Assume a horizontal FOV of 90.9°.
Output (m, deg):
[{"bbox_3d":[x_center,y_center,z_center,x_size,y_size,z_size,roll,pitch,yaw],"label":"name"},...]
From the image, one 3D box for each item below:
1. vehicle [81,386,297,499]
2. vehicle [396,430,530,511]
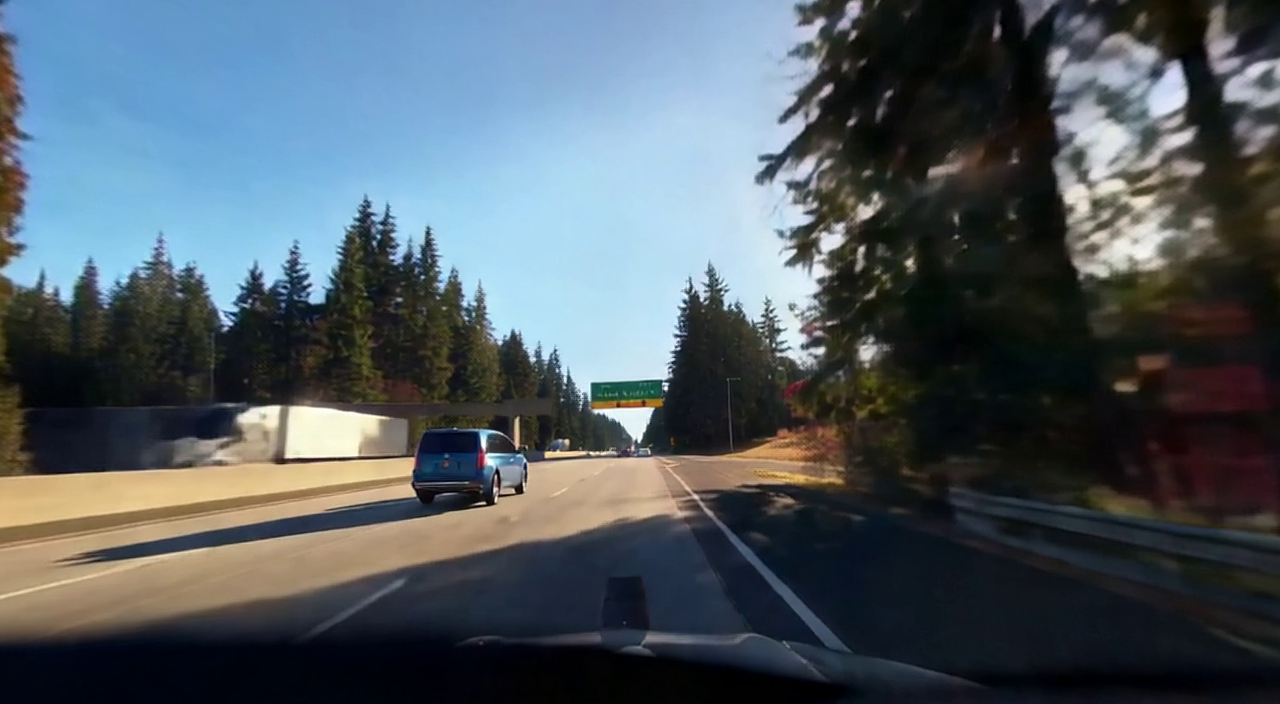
[{"bbox_3d":[-18.161,3.791,26.409,3.027,3.973,7.954,0,-8,0],"label":"vehicle"},{"bbox_3d":[-4.288,2.936,16.184,2.084,1.752,4.479,0,-8,1],"label":"vehicle"}]
